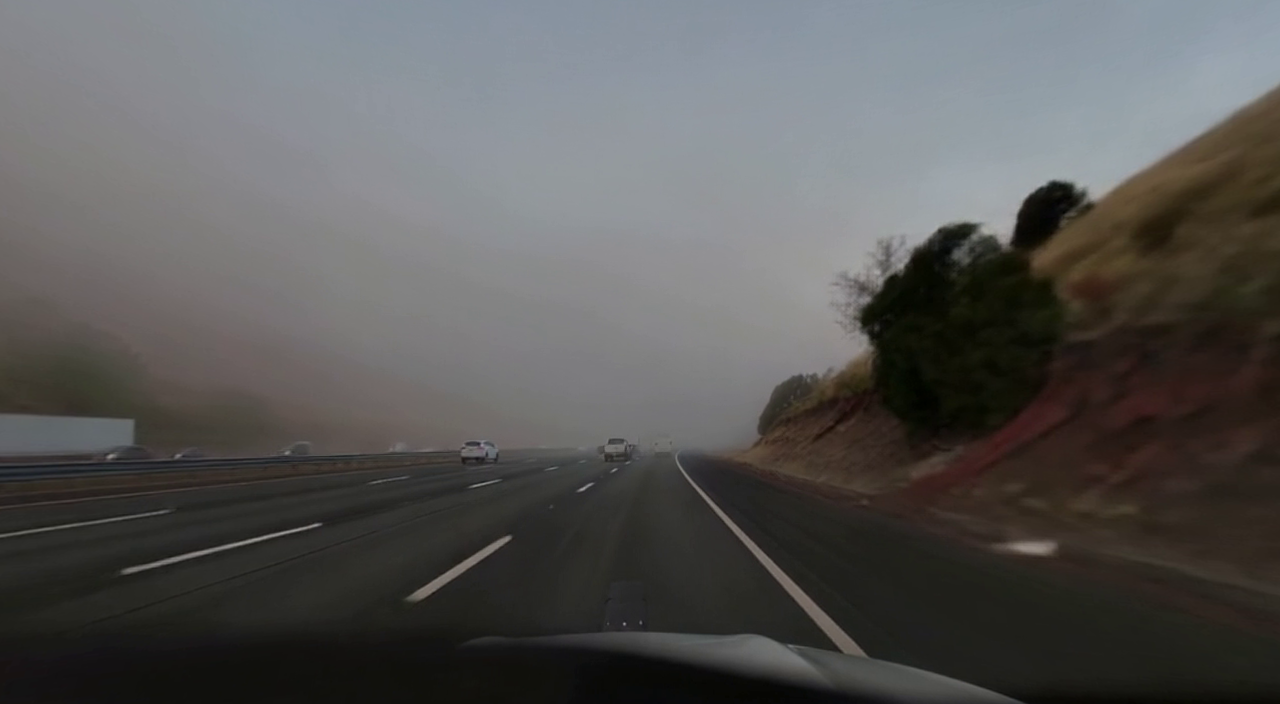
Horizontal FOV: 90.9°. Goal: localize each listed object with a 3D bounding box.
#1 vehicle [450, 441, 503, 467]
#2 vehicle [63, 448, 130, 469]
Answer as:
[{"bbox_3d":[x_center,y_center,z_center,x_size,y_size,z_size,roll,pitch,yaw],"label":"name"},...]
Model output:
[{"bbox_3d":[-9.995,6.265,38.981,1.927,1.454,4.395,-1,-8,3],"label":"vehicle"},{"bbox_3d":[-41.201,8.047,47.883,1.711,1.456,3.747,1,-9,0],"label":"vehicle"}]
